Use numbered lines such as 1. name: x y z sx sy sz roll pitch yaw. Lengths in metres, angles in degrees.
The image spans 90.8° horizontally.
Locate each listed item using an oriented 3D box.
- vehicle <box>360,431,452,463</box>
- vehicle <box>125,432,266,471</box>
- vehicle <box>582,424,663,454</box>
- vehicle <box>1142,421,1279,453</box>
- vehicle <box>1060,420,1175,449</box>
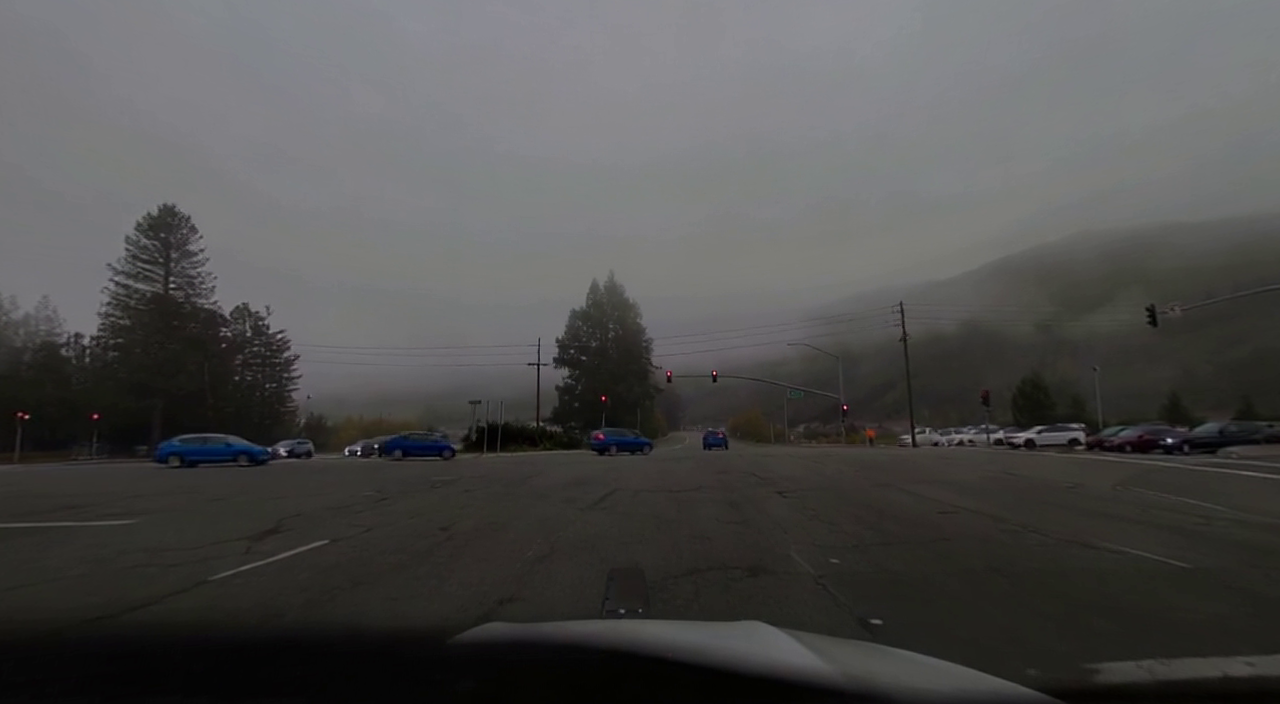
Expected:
1. vehicle: -11.911 4.861 32.288 4.218 1.542 2.044 3 -9 -21
2. vehicle: -20.597 4.630 29.510 4.812 1.735 2.105 1 -9 -9
3. vehicle: -1.058 5.667 40.829 2.246 1.805 5.228 -8 -12 43
4. vehicle: 27.298 4.073 30.227 4.778 1.495 1.959 0 -8 0
5. vehicle: 28.348 4.953 37.645 5.100 1.680 2.055 0 -8 1
